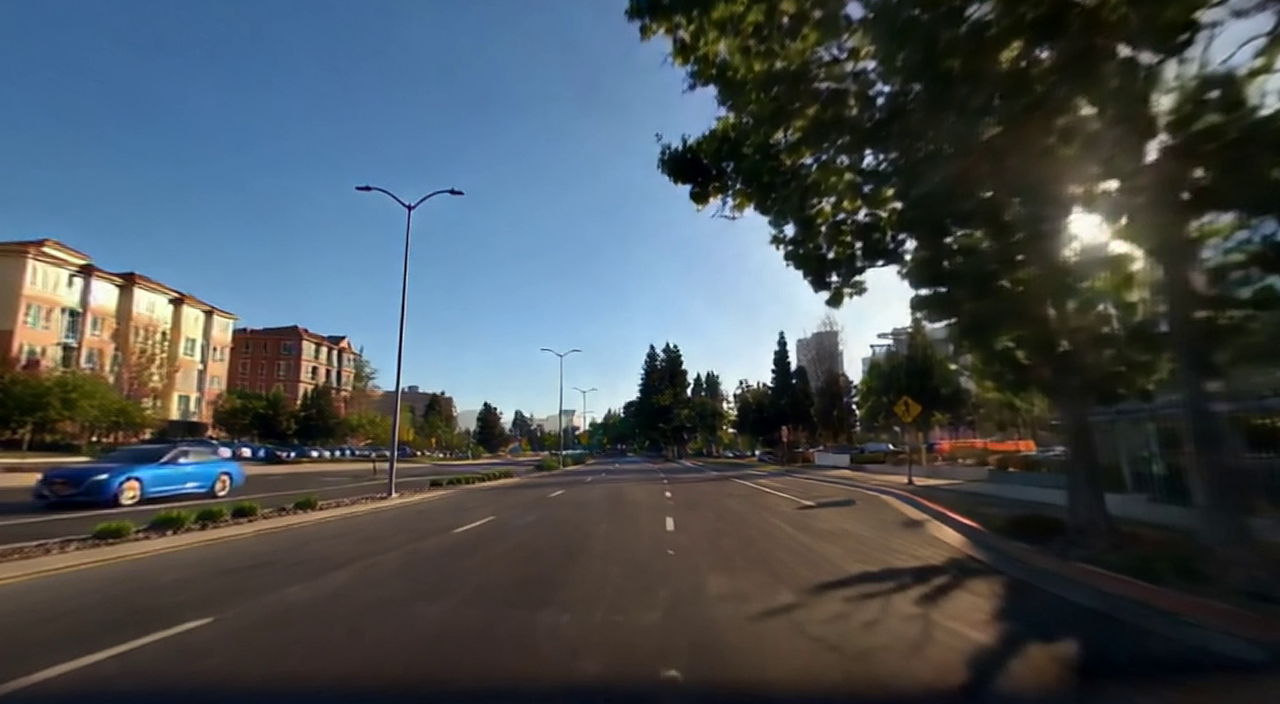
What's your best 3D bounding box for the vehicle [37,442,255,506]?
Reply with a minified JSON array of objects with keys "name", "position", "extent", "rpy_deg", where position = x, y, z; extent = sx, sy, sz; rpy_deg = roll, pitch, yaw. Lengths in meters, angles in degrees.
[{"name":"vehicle","position":[-13.481,3.335,17.773],"extent":[2.152,1.521,4.767],"rpy_deg":[-1,-9,2]}]
